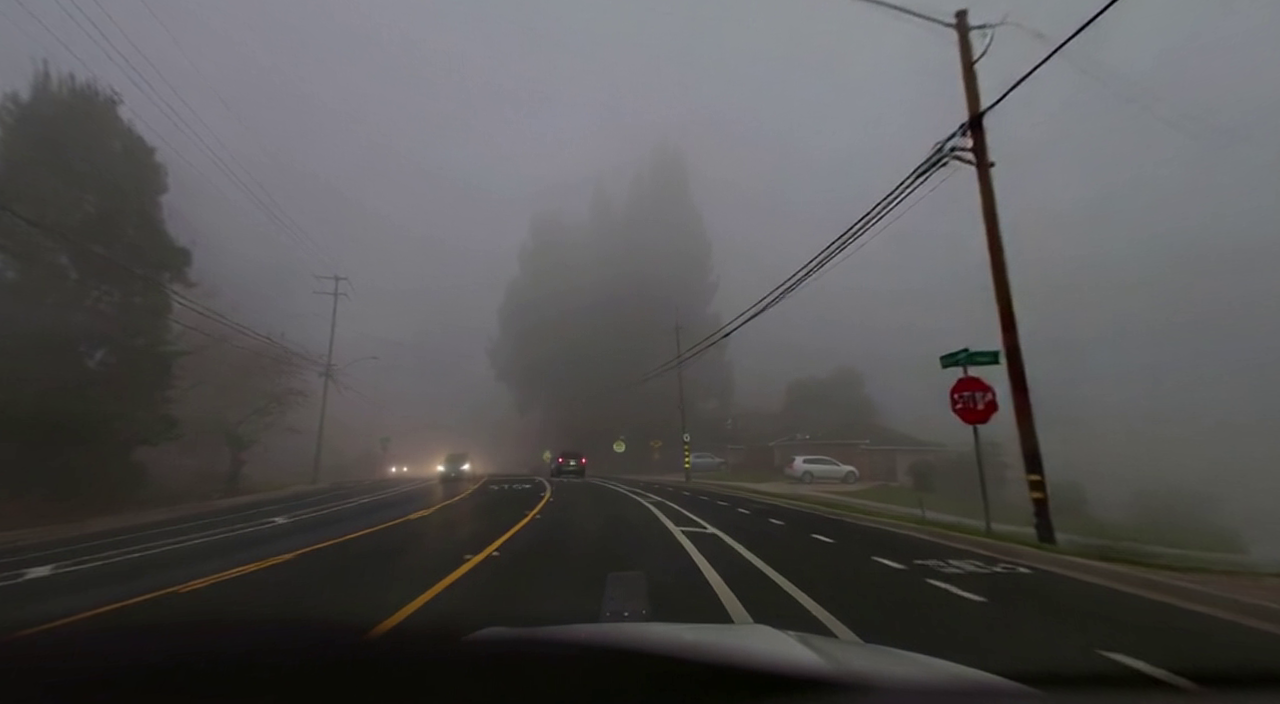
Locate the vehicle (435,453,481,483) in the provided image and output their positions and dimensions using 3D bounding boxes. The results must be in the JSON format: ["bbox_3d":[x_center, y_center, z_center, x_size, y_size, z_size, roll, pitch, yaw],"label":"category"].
[{"bbox_3d":[-10.144,6.455,35.465,2.003,1.483,4.545,1,-9,-10],"label":"vehicle"}]

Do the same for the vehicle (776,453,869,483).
[{"bbox_3d":[9.844,6.238,34.189,4.383,1.508,1.884,1,-9,-9],"label":"vehicle"}]

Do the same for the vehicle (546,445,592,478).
[{"bbox_3d":[-4.493,6.741,39.173,2.284,1.741,4.702,4,-8,-11],"label":"vehicle"}]
